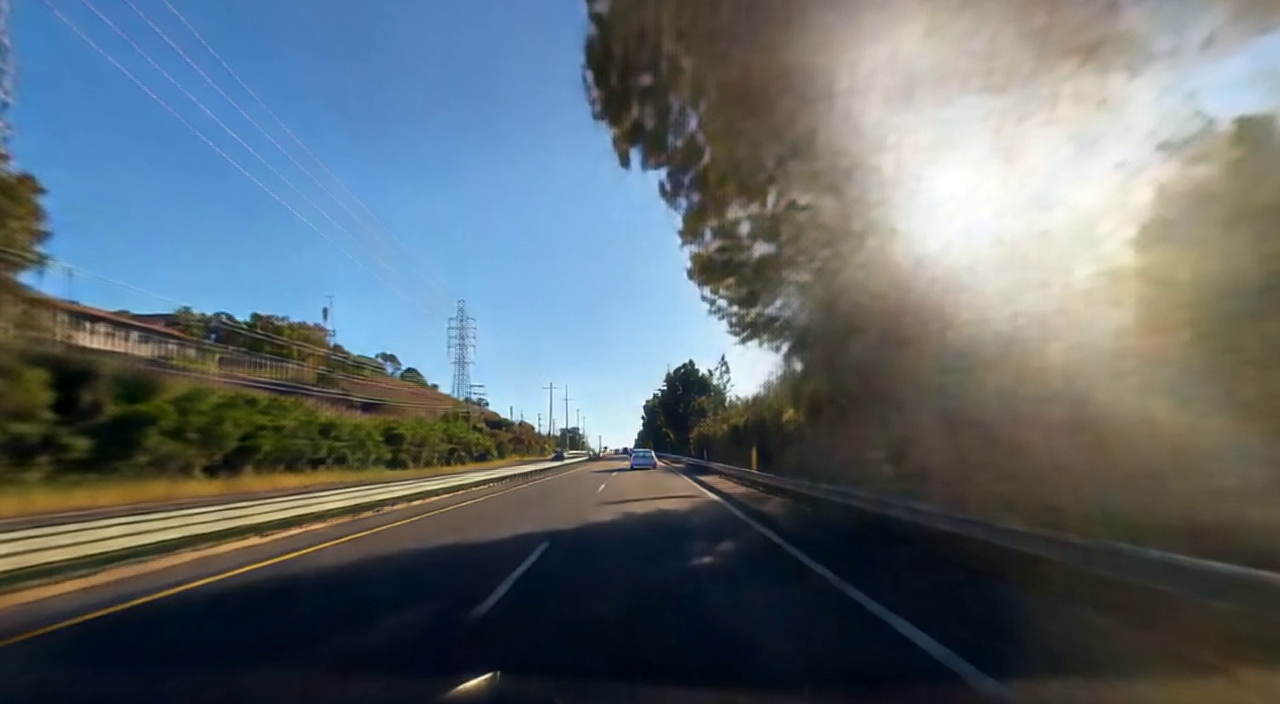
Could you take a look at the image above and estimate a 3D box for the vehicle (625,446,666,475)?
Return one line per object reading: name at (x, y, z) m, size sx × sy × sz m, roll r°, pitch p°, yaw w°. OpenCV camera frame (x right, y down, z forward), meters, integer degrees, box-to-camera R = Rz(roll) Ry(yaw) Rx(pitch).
vehicle at (0.267, 5.903, 34.353) m, size 2.080 × 1.486 × 3.813 m, roll 0°, pitch -9°, yaw -1°
